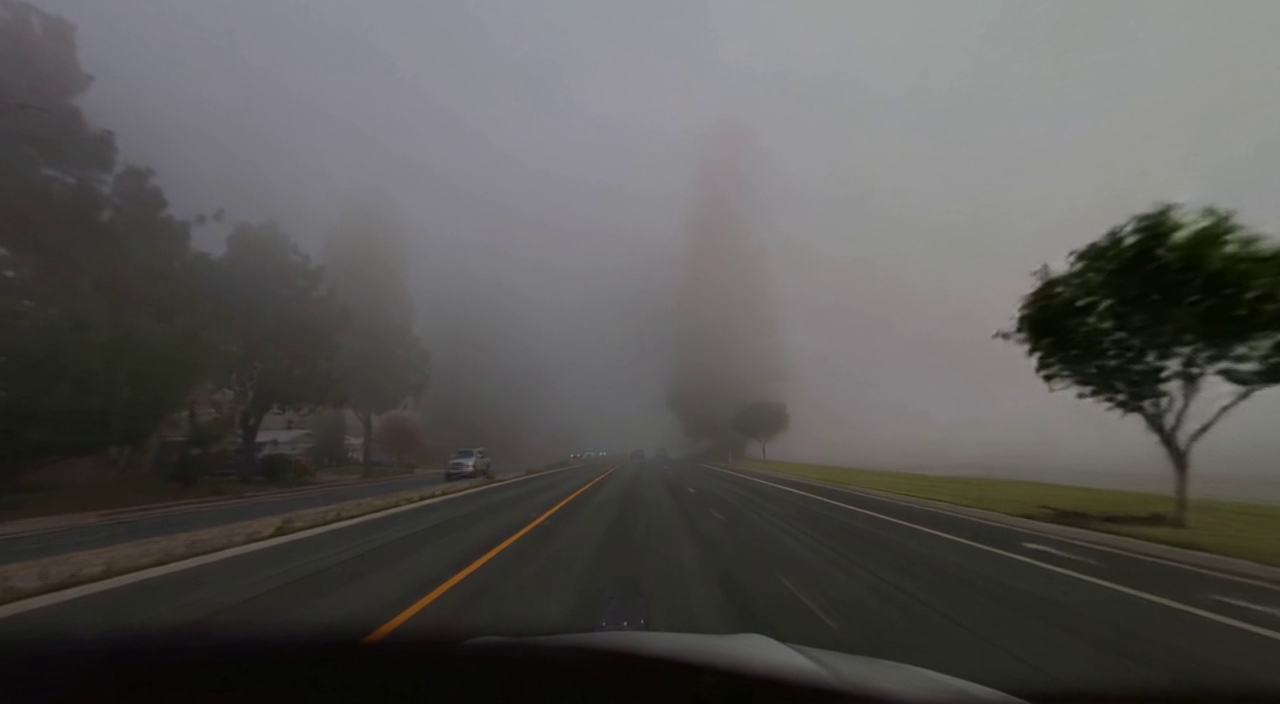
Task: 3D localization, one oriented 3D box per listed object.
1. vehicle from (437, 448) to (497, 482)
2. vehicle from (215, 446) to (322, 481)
[{"bbox_3d":[-9.462,6.206,34.886,2.009,1.709,4.664,-1,-9,0],"label":"vehicle"},{"bbox_3d":[-24.185,7.231,41.165,5.636,1.965,2.262,-2,-7,1],"label":"vehicle"}]
